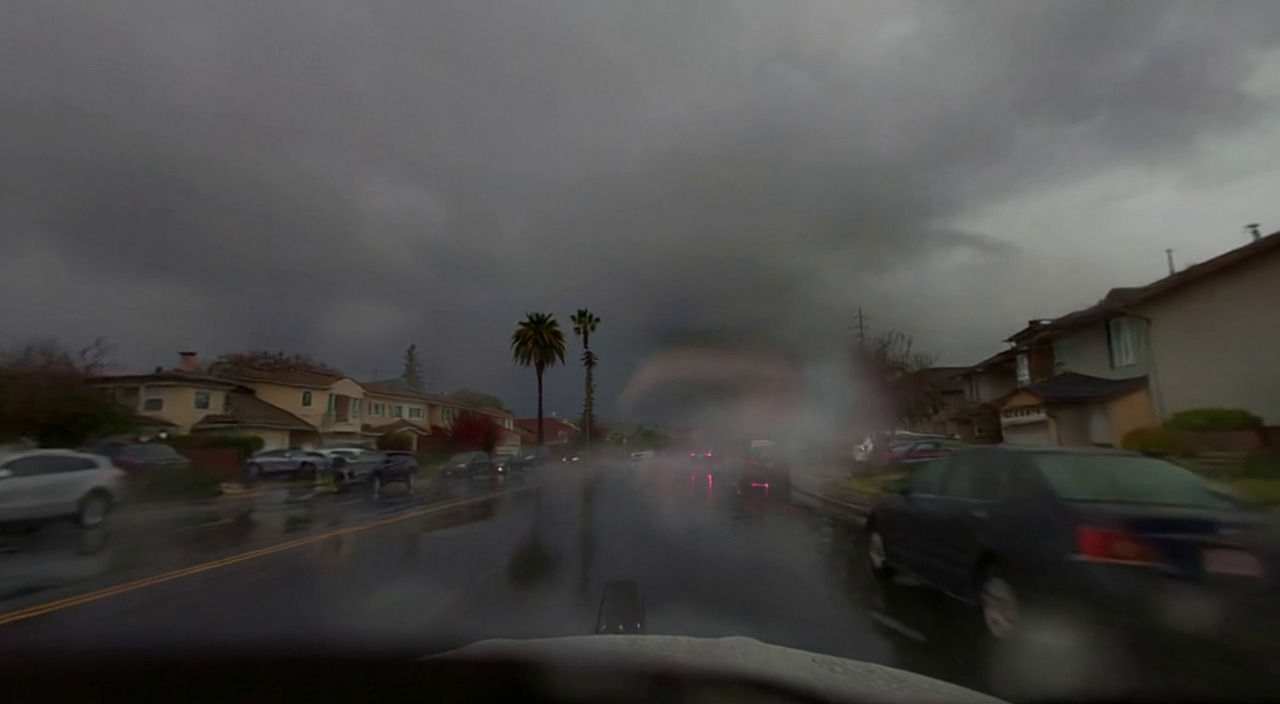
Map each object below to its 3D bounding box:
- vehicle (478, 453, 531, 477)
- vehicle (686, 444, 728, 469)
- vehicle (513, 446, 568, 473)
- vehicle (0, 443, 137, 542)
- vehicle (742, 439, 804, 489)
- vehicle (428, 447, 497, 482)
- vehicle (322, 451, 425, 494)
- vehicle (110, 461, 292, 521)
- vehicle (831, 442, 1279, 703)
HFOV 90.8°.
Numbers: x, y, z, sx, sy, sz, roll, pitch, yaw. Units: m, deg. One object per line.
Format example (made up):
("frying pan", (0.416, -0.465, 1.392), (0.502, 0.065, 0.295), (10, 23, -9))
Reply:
("vehicle", (-9.192, 7.726, 43.266), (1.786, 1.488, 4.518), (-2, -9, 12))
("vehicle", (4.274, 6.571, 39.785), (2.035, 1.474, 4.284), (-2, -9, 14))
("vehicle", (-7.649, 8.359, 49.307), (2.051, 1.957, 5.968), (-2, -9, 14))
("vehicle", (-13.541, 2.902, 13.010), (2.131, 1.902, 4.924), (-3, -9, 3))
("vehicle", (4.964, 4.185, 23.940), (2.043, 1.692, 4.581), (-2, -9, 10))
("vehicle", (-10.466, 6.653, 37.712), (2.081, 1.948, 4.821), (-1, -9, 9))
("vehicle", (-11.963, 5.424, 28.782), (1.967, 1.736, 4.730), (-2, -9, 10))
("vehicle", (-13.093, 4.132, 19.314), (1.866, 1.501, 4.681), (-1, -9, 5))
("vehicle", (3.415, 1.556, 5.693), (2.037, 1.425, 4.621), (0, -9, 1))
